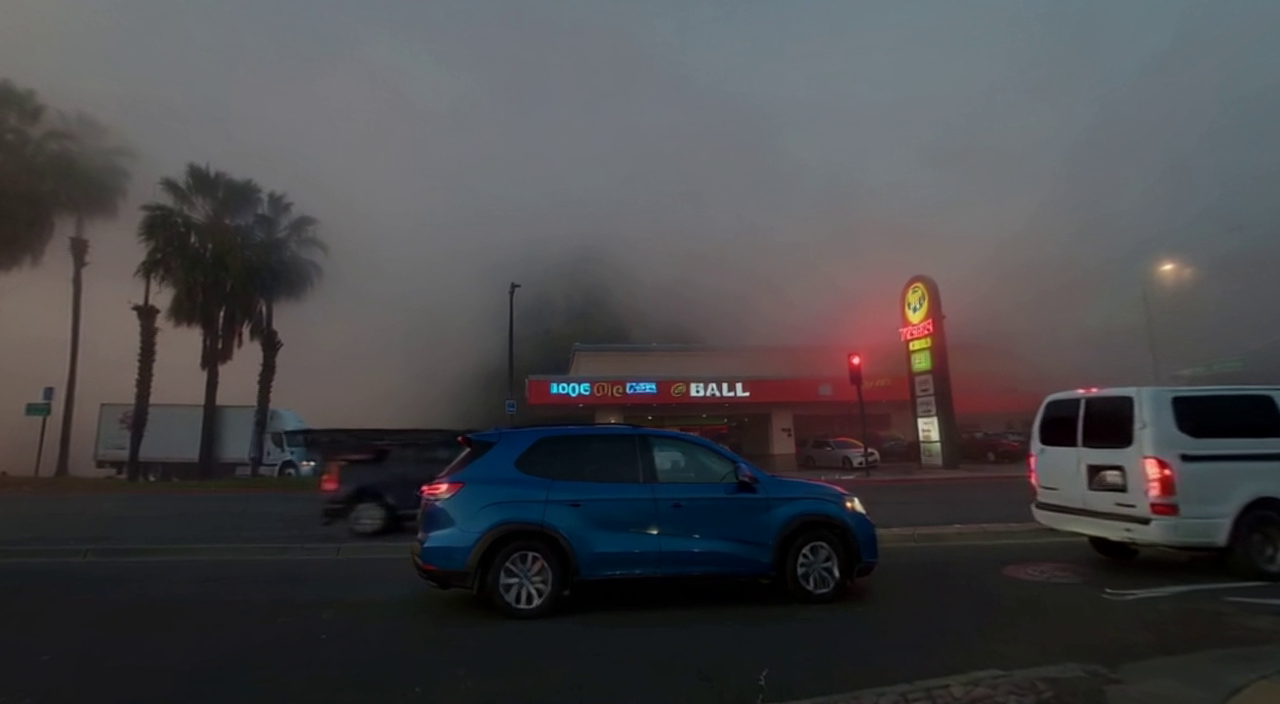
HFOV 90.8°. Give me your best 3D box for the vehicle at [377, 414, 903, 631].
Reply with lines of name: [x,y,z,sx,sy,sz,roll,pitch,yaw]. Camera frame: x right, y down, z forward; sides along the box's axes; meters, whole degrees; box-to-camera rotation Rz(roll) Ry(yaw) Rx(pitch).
vehicle: [-0.020,1.577,6.522,4.493,1.728,2.137,1,-9,-7]

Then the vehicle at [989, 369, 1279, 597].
vehicle: [7.997,1.478,7.698,6.246,2.202,2.277,1,-9,-7]

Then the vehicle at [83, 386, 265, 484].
vehicle: [-21.120,3.925,29.459,3.034,3.929,7.699,1,-9,-5]
